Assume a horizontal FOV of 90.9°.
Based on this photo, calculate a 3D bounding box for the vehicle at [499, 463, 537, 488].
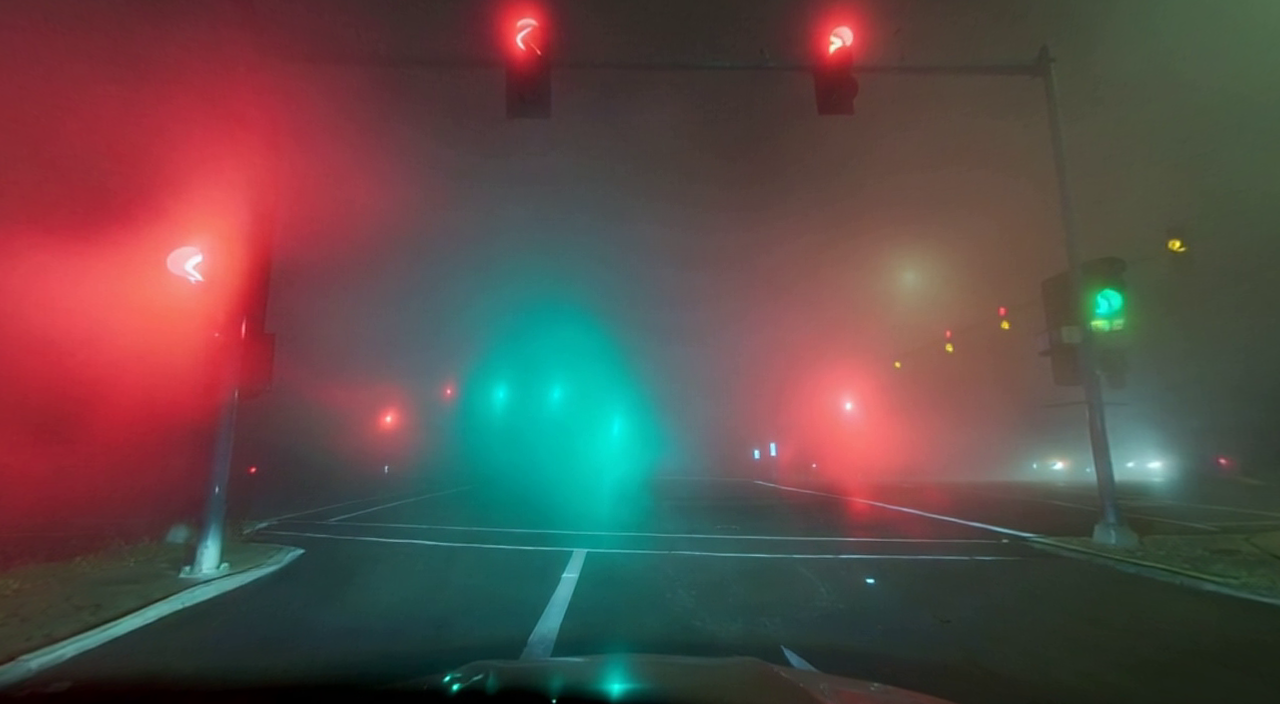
[{"bbox_3d":[-9.033,9.201,46.941,2.045,1.608,3.709,0,-8,1],"label":"vehicle"}]

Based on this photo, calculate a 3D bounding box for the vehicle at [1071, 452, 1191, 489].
[{"bbox_3d":[22.672,5.465,29.189,3.998,1.590,1.936,1,-11,-6],"label":"vehicle"}]

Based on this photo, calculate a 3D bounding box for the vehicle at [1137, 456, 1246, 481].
[{"bbox_3d":[33.505,7.104,38.410,4.555,1.474,1.914,-1,-11,8],"label":"vehicle"}]

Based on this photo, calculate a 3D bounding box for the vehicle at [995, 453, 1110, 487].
[{"bbox_3d":[21.171,6.112,32.466,4.455,1.647,2.124,1,-12,-6],"label":"vehicle"}]
